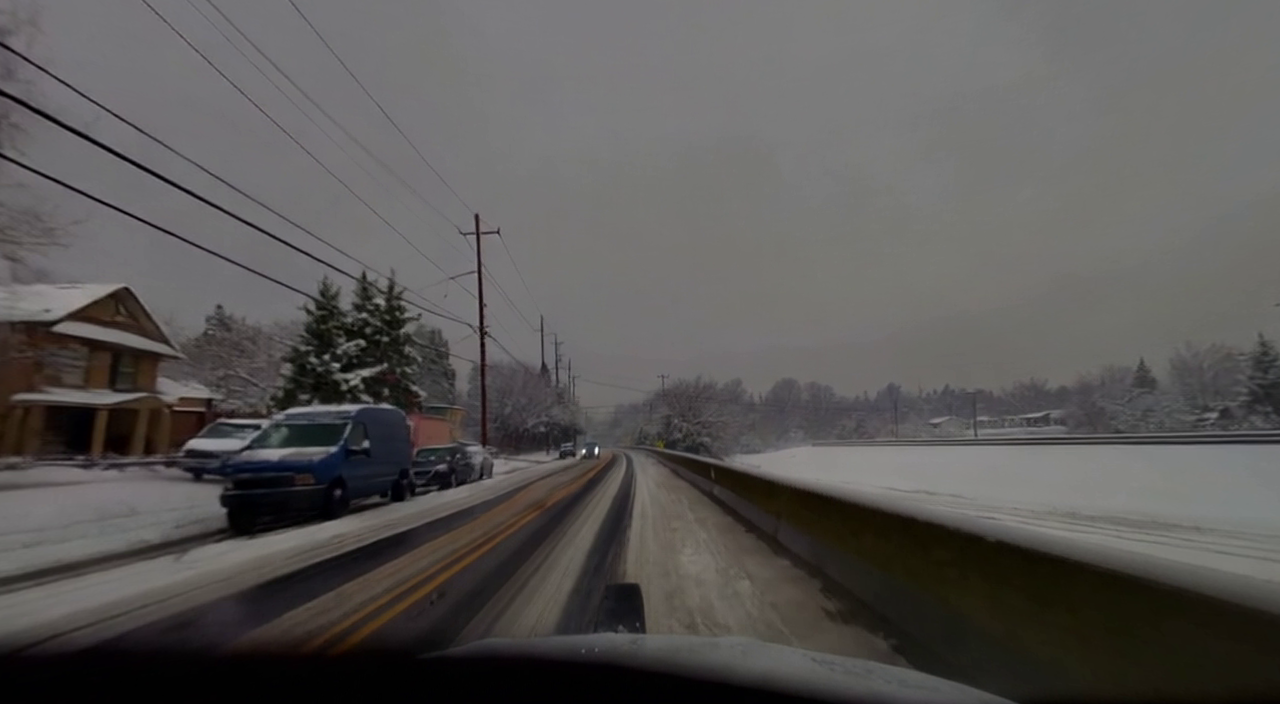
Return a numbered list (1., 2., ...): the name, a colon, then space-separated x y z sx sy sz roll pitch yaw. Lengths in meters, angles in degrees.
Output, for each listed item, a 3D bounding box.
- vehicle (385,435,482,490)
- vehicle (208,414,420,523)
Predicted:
1. vehicle: -7.290 3.977 22.854 1.920 1.681 4.490 3 -9 0
2. vehicle: -7.447 2.710 15.351 2.335 2.136 5.328 0 -8 -1
